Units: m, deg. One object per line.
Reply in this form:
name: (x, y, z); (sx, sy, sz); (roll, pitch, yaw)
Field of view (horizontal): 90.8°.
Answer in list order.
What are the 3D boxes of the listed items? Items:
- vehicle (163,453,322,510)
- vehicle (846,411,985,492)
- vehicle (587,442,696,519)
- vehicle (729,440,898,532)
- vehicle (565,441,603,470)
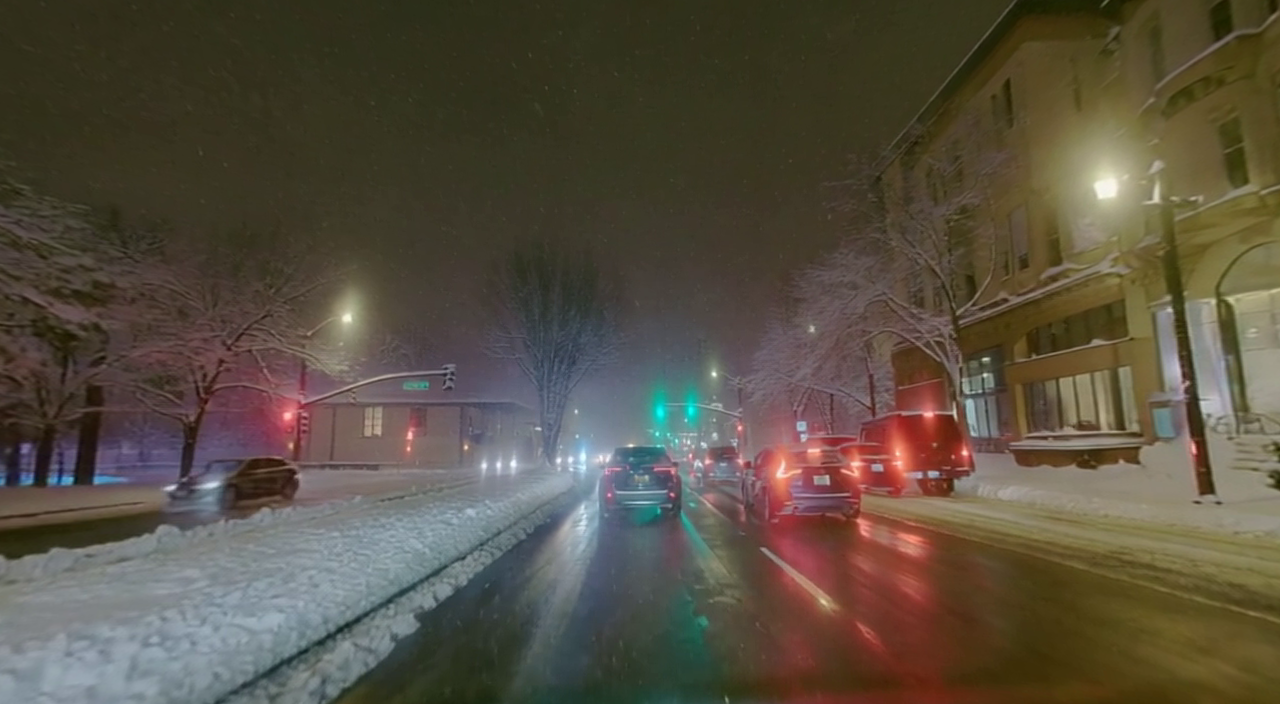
vehicle: (-12.280, 3.991, 19.997); (2.020, 1.533, 4.620); (0, -8, 0)
vehicle: (10.083, 3.735, 23.956); (2.238, 2.594, 6.607); (0, -8, 0)
vehicle: (-0.019, 2.812, 14.436); (2.105, 1.474, 4.127); (0, -8, -1)
vehicle: (3.171, 2.539, 12.691); (1.995, 1.483, 4.533); (0, -8, -2)
vehicle: (-4.008, 7.507, 46.072); (2.326, 1.958, 5.183); (0, -8, 0)
